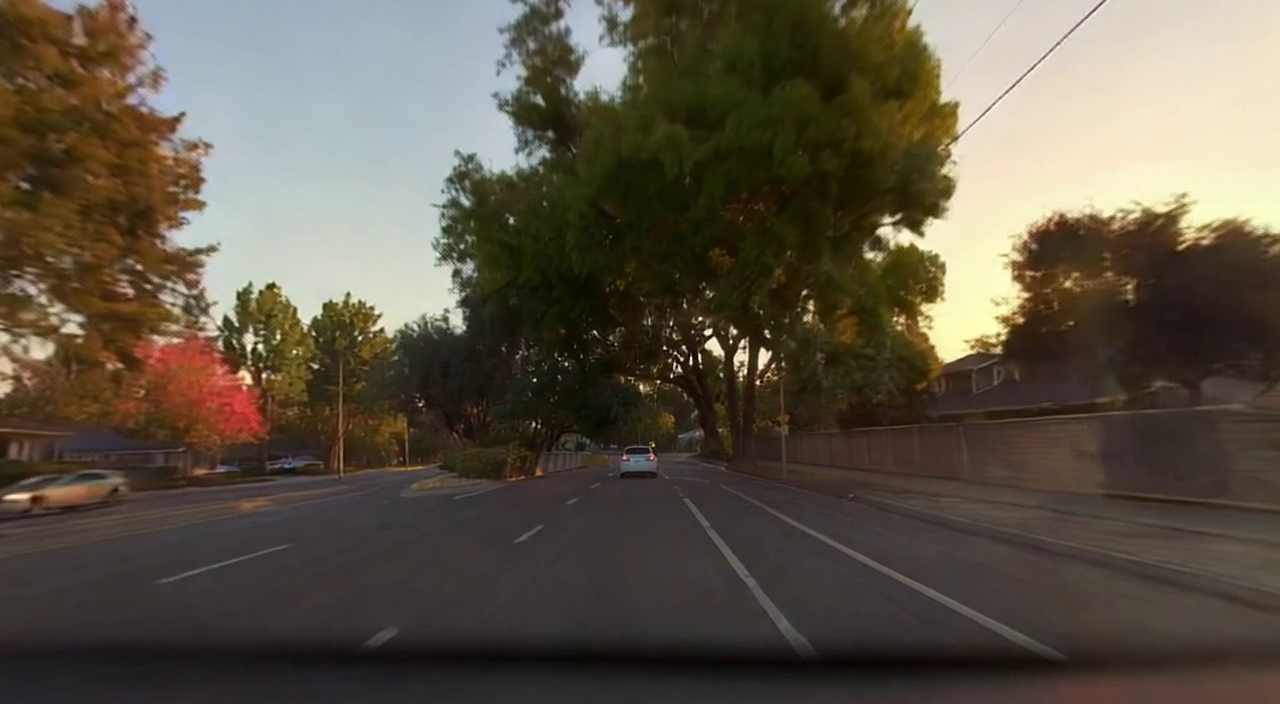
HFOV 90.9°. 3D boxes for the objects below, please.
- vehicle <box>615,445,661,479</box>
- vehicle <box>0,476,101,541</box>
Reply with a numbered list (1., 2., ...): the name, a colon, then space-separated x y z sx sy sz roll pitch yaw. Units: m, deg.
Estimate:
1. vehicle: -0.062 5.079 29.375 2.009 1.456 4.003 0 -8 1
2. vehicle: -17.111 4.156 16.779 1.824 1.471 4.117 0 -8 0
